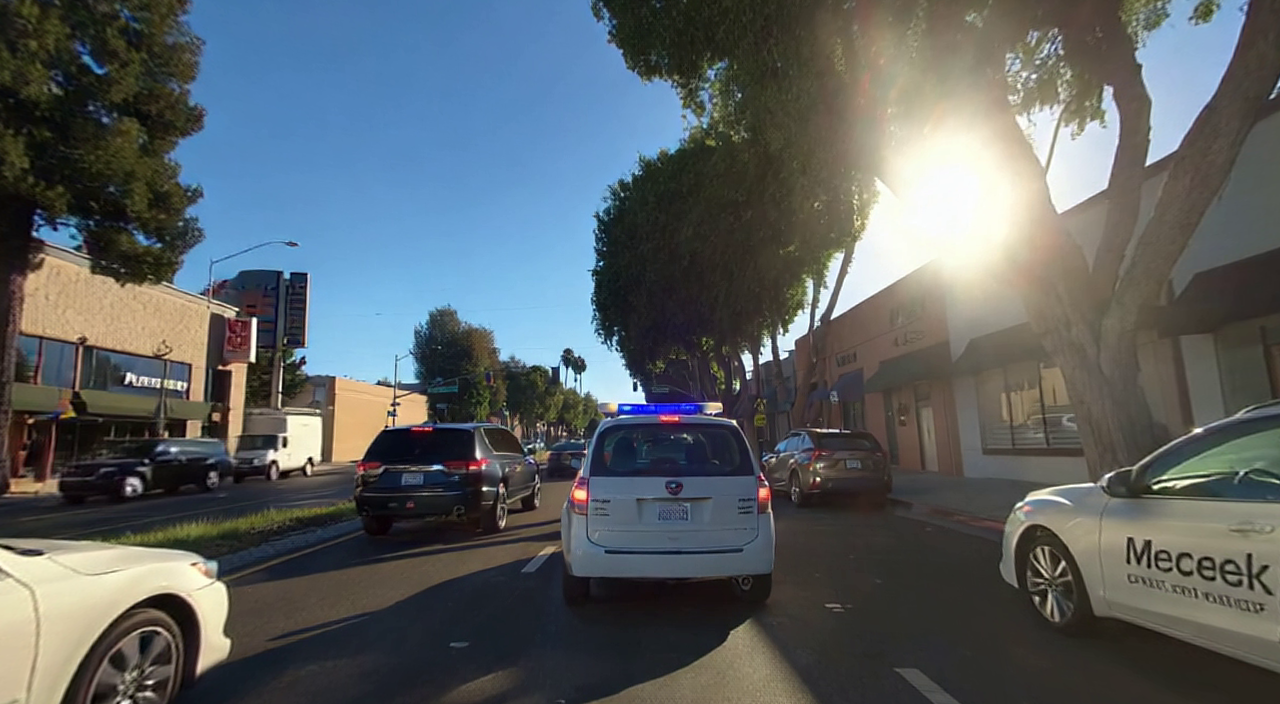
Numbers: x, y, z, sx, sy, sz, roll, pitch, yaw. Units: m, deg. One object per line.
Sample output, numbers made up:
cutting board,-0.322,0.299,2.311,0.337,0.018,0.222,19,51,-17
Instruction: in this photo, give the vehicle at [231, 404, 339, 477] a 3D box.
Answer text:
vehicle,-14.546,3.689,26.142,2.117,2.762,3.938,0,-8,-1

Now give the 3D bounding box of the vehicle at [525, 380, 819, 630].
vehicle,0.217,1.382,6.567,2.075,1.770,4.018,0,-8,0

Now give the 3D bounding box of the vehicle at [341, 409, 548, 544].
vehicle,-2.971,2.020,10.822,2.135,1.806,4.514,0,-8,-1

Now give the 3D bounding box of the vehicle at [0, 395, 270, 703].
vehicle,-2.921,0.764,1.179,1.908,1.474,4.257,0,-8,-1

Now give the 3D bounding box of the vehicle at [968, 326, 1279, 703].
vehicle,4.047,0.902,3.264,1.987,1.877,5.330,2,-8,2

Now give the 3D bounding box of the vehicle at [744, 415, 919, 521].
vehicle,4.023,2.565,14.531,2.038,1.865,5.786,2,-9,-2
